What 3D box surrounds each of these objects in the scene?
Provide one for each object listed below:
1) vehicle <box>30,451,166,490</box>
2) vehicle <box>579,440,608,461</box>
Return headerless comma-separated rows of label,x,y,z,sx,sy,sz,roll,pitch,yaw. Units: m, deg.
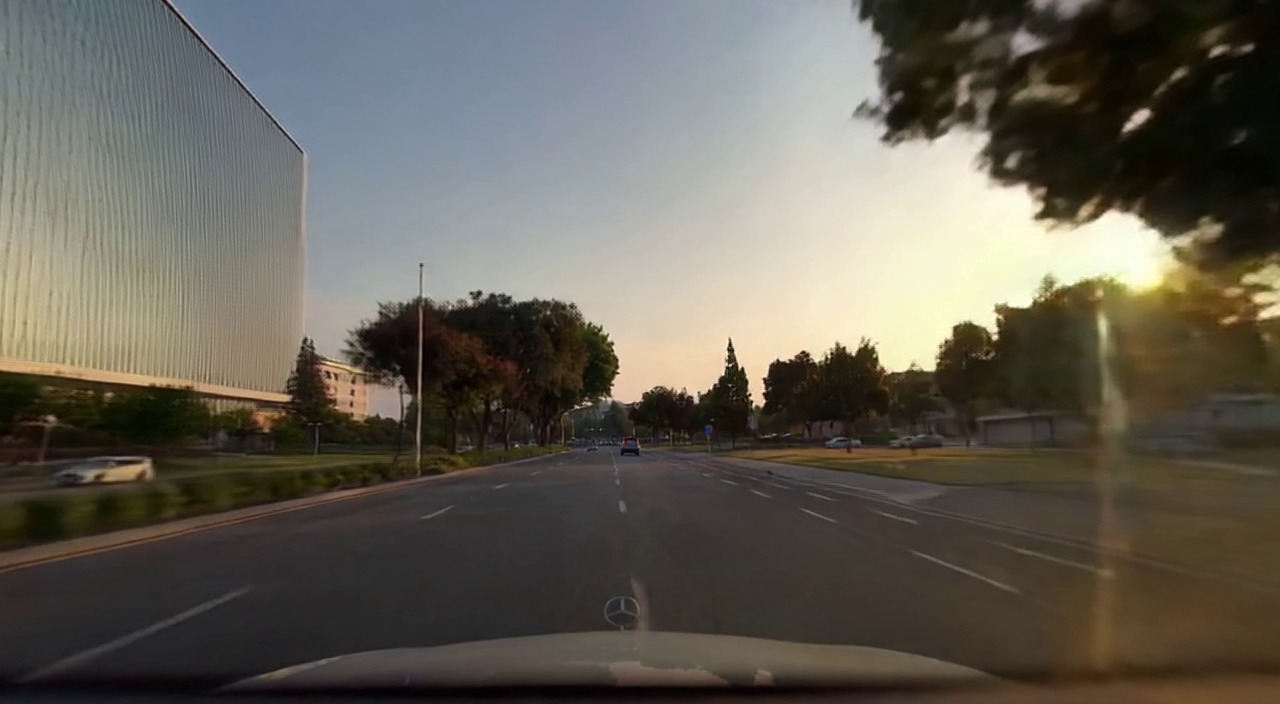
vehicle,-23.573,5.133,27.792,1.862,1.489,4.780,0,-8,-2
vehicle,-3.480,7.439,47.831,2.080,1.445,4.096,0,-8,-3
